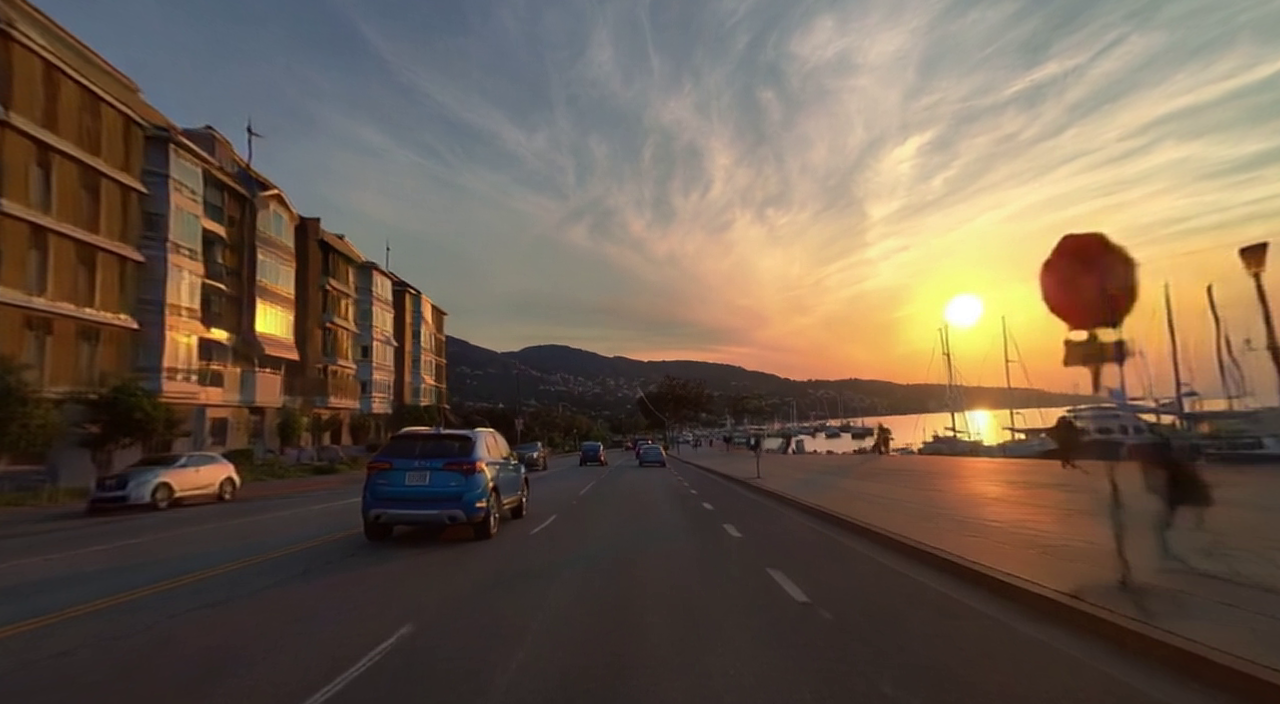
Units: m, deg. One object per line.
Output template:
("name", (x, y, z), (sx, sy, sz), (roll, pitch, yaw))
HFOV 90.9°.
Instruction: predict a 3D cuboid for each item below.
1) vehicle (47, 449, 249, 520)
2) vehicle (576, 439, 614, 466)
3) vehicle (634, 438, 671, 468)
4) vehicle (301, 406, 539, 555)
("vehicle", (-13.638, 3.649, 17.932), (2.117, 1.703, 4.373), (-1, -9, 2))
("vehicle", (-2.942, 6.658, 42.027), (2.056, 1.680, 4.205), (-1, -9, 2))
("vehicle", (0.709, 5.903, 37.048), (2.057, 1.624, 3.726), (-1, -9, 1))
("vehicle", (-3.099, 1.939, 10.199), (2.082, 1.817, 4.724), (-1, -9, 1))
